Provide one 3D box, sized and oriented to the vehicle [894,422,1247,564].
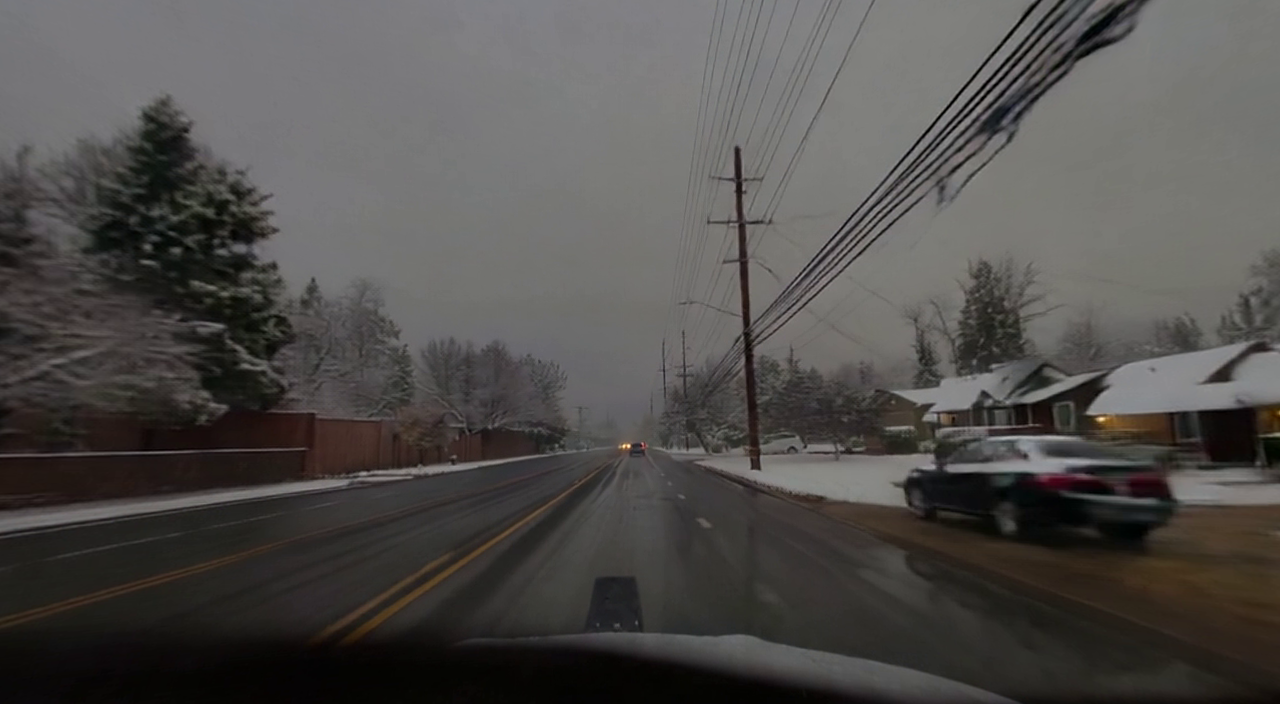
[{"bbox_3d":[6.037,2.013,9.828,2.039,1.637,4.782,0,-8,-1],"label":"vehicle"}]
